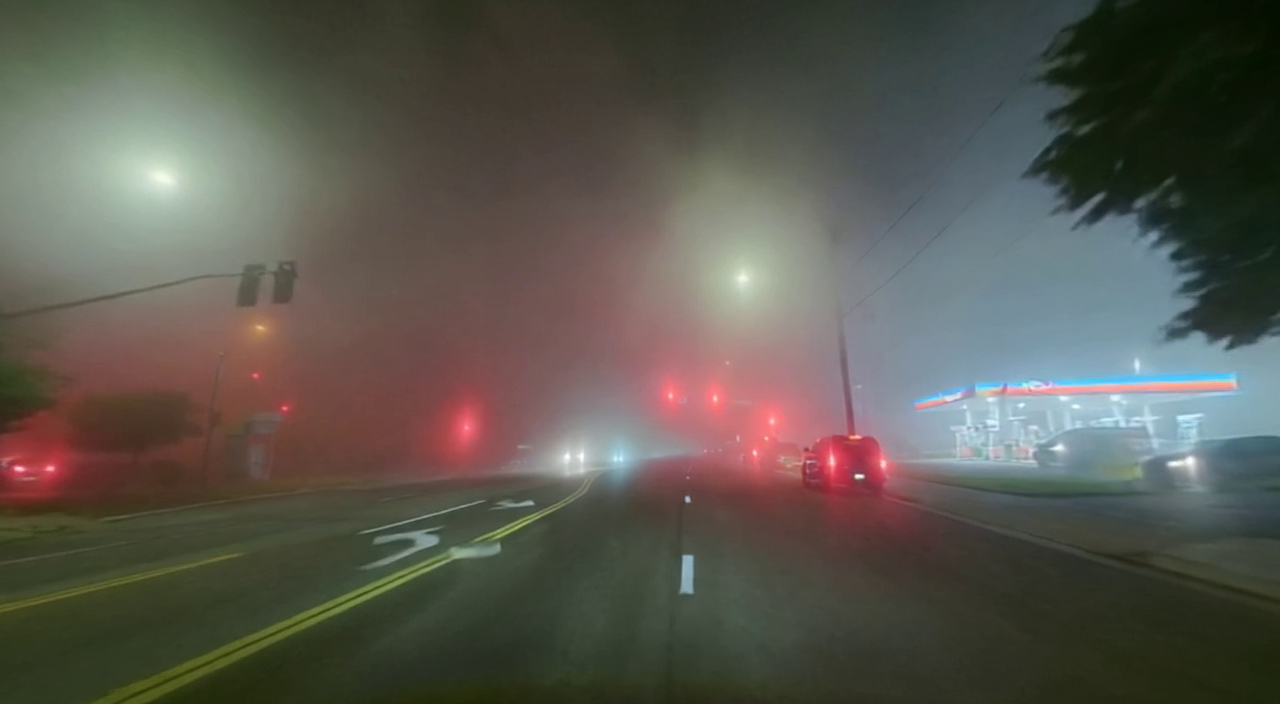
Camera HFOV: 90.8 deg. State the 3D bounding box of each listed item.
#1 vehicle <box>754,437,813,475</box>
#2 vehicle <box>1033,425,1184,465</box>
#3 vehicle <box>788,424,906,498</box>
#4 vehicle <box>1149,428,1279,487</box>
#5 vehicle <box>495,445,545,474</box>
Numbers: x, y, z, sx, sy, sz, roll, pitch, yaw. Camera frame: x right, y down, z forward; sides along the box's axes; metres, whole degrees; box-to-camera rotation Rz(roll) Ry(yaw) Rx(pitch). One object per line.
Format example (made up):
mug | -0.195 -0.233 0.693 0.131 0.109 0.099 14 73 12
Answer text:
vehicle | 7.038 5.188 31.602 1.995 1.720 5.067 -1 -9 3
vehicle | 19.086 3.839 25.936 4.421 1.548 2.061 -1 -9 6
vehicle | 5.954 3.209 18.927 2.194 1.896 5.049 -1 -9 5
vehicle | 16.602 2.858 17.338 1.919 1.411 4.440 -1 -9 7
vehicle | -9.037 8.156 48.212 2.214 1.994 5.721 -1 -9 6
